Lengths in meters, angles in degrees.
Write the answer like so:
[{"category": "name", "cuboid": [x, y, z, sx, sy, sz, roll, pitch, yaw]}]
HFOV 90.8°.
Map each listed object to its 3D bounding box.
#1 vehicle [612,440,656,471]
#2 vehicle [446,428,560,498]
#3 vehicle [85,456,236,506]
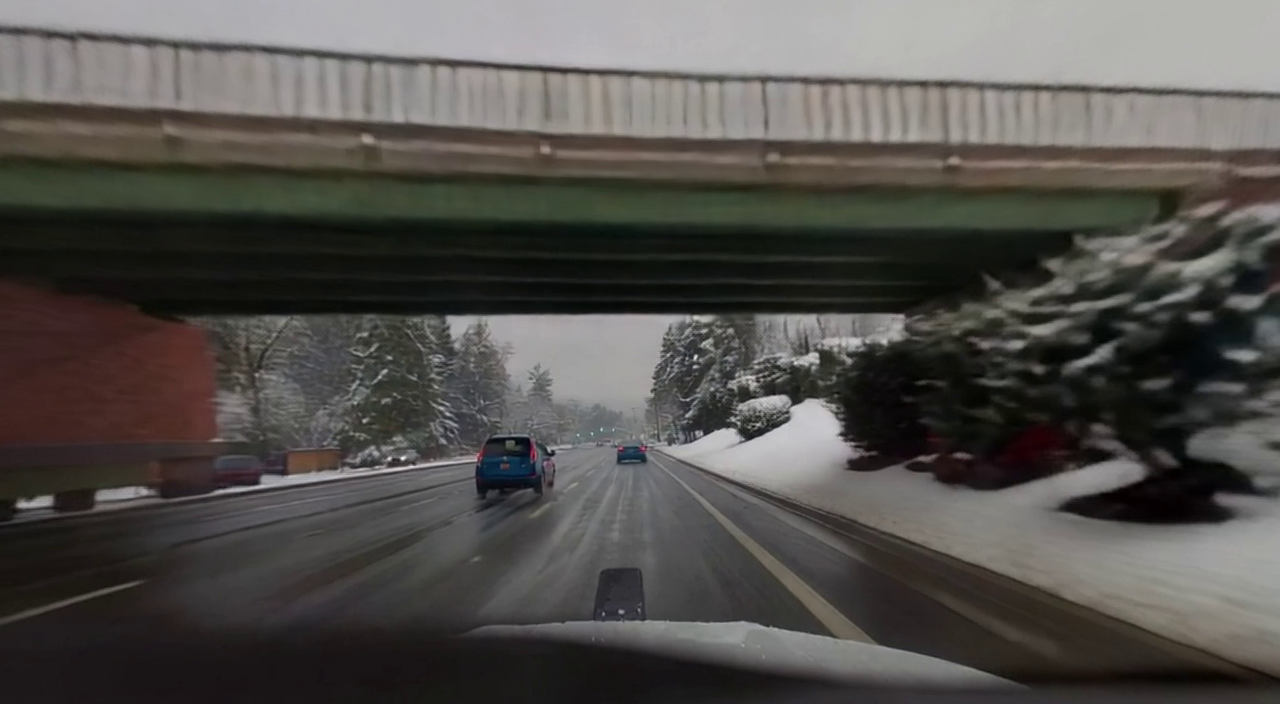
[{"category": "vehicle", "cuboid": [-0.342, 5.513, 33.818, 2.205, 1.509, 4.272, 0, -8, -1]}, {"category": "vehicle", "cuboid": [-3.818, 3.195, 18.533, 2.223, 1.771, 4.581, 0, -8, 1]}, {"category": "vehicle", "cuboid": [-17.737, 4.752, 23.745, 1.983, 1.552, 4.798, 0, -9, -2]}]
